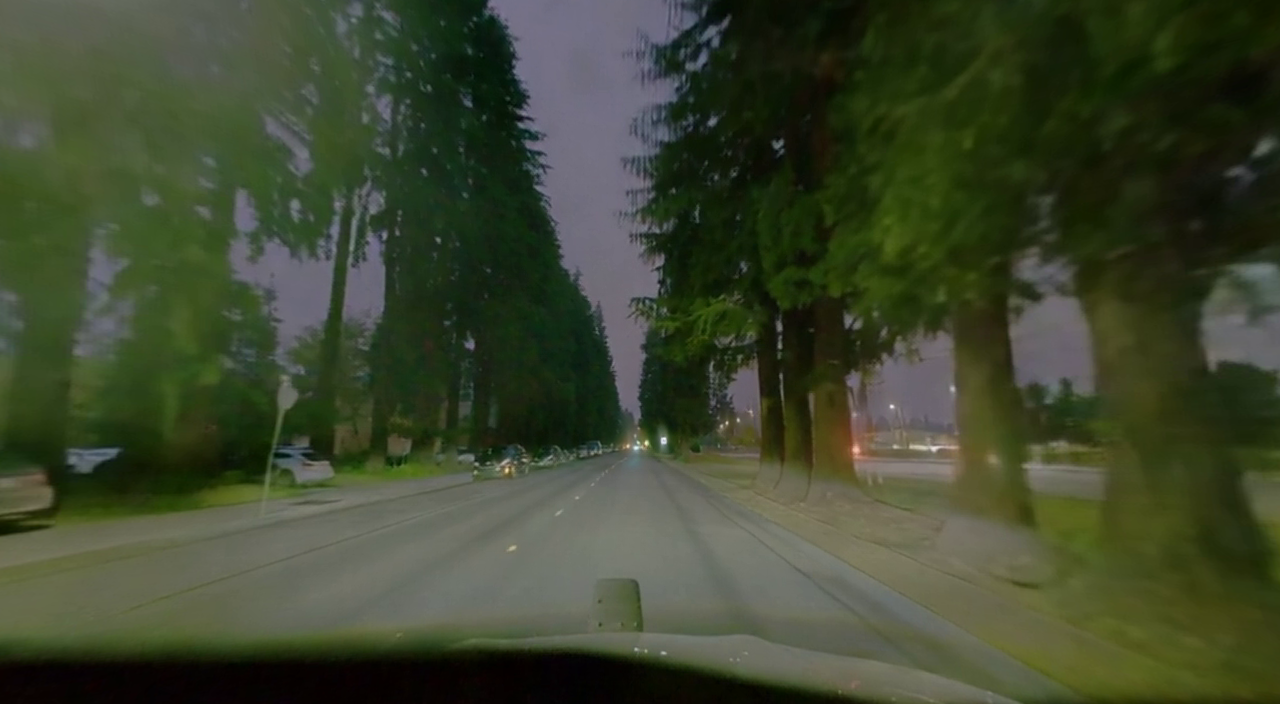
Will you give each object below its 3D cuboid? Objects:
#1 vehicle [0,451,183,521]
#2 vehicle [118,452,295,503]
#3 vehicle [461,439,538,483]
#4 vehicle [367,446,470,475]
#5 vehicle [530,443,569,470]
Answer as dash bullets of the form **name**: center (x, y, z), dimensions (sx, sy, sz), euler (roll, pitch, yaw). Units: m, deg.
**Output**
- **vehicle**: center (-14.000, 3.135, 15.002), dimensions (4.617, 1.488, 1.988), euler (0, -8, 1)
- **vehicle**: center (-13.644, 3.950, 20.024), dimensions (4.116, 1.393, 2.016), euler (2, -9, 2)
- **vehicle**: center (-6.566, 5.149, 30.226), dimensions (2.350, 1.892, 5.542), euler (1, -8, 0)
- **vehicle**: center (-14.072, 6.915, 40.251), dimensions (5.742, 1.668, 2.296), euler (1, -8, -2)
- **vehicle**: center (-6.620, 7.701, 46.574), dimensions (2.020, 1.842, 5.116), euler (1, -8, 0)
